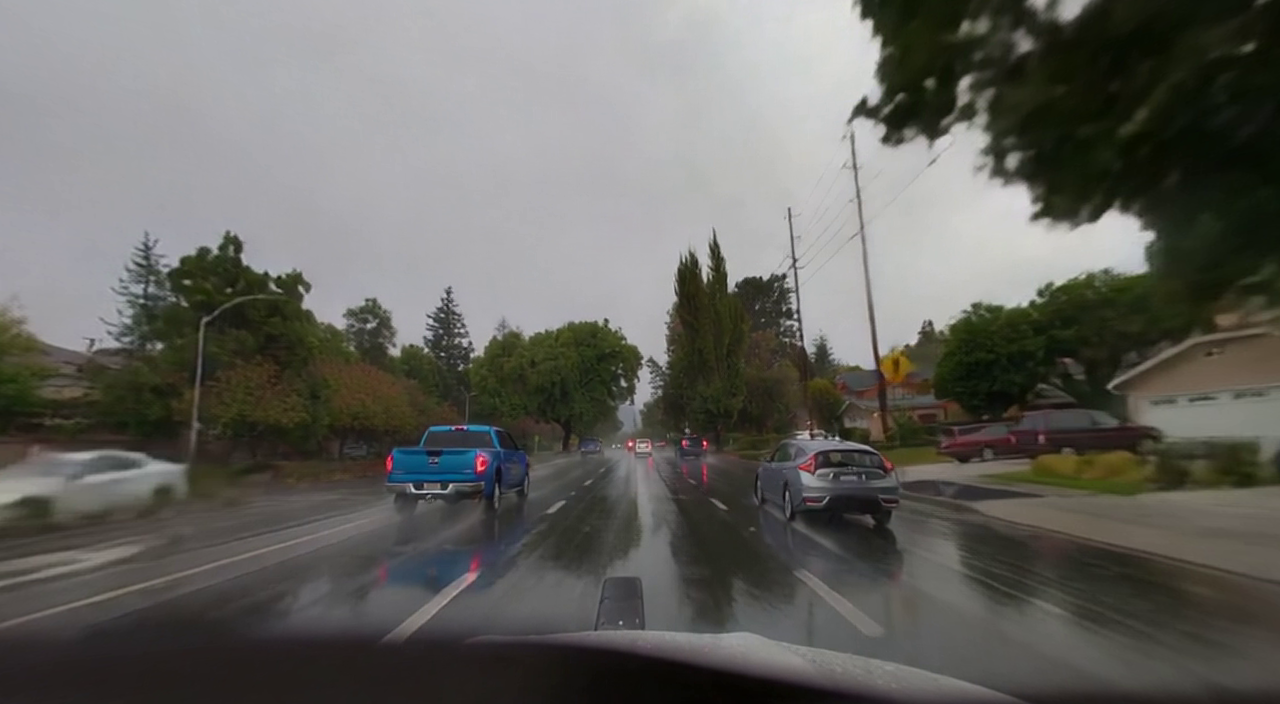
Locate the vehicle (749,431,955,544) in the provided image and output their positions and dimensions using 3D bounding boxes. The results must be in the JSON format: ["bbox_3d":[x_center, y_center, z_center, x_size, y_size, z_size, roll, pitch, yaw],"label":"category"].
[{"bbox_3d":[3.153,2.066,10.449,1.884,1.463,4.195,0,-8,-1],"label":"vehicle"}]

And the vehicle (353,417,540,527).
[{"bbox_3d":[-3.519,2.283,12.818,2.111,1.745,5.274,0,-8,0],"label":"vehicle"}]

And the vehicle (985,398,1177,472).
[{"bbox_3d":[14.951,2.848,21.678,4.801,2.233,2.222,-2,-8,-1],"label":"vehicle"}]

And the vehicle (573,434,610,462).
[{"bbox_3d":[-3.349,6.699,44.367,2.218,1.829,4.492,0,-8,0],"label":"vehicle"}]

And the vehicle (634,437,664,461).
[{"bbox_3d":[0.613,6.936,45.498,1.997,1.636,3.760,0,-8,-2],"label":"vehicle"}]

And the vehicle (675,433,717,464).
[{"bbox_3d":[3.477,6.066,40.097,2.099,1.845,4.363,0,-8,-2],"label":"vehicle"}]
